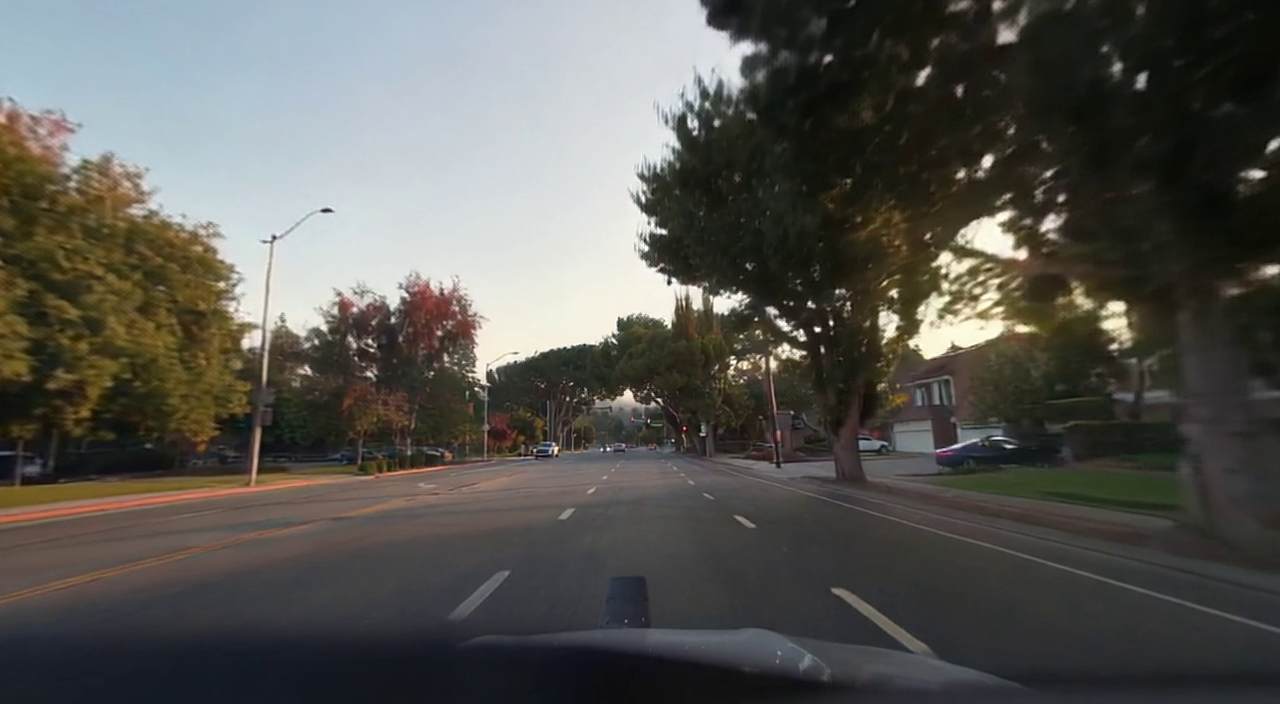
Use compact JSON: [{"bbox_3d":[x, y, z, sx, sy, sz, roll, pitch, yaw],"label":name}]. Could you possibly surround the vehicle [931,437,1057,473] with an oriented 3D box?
[{"bbox_3d":[14.697,4.289,26.417,4.253,1.397,1.717,-3,-9,18],"label":"vehicle"}]
